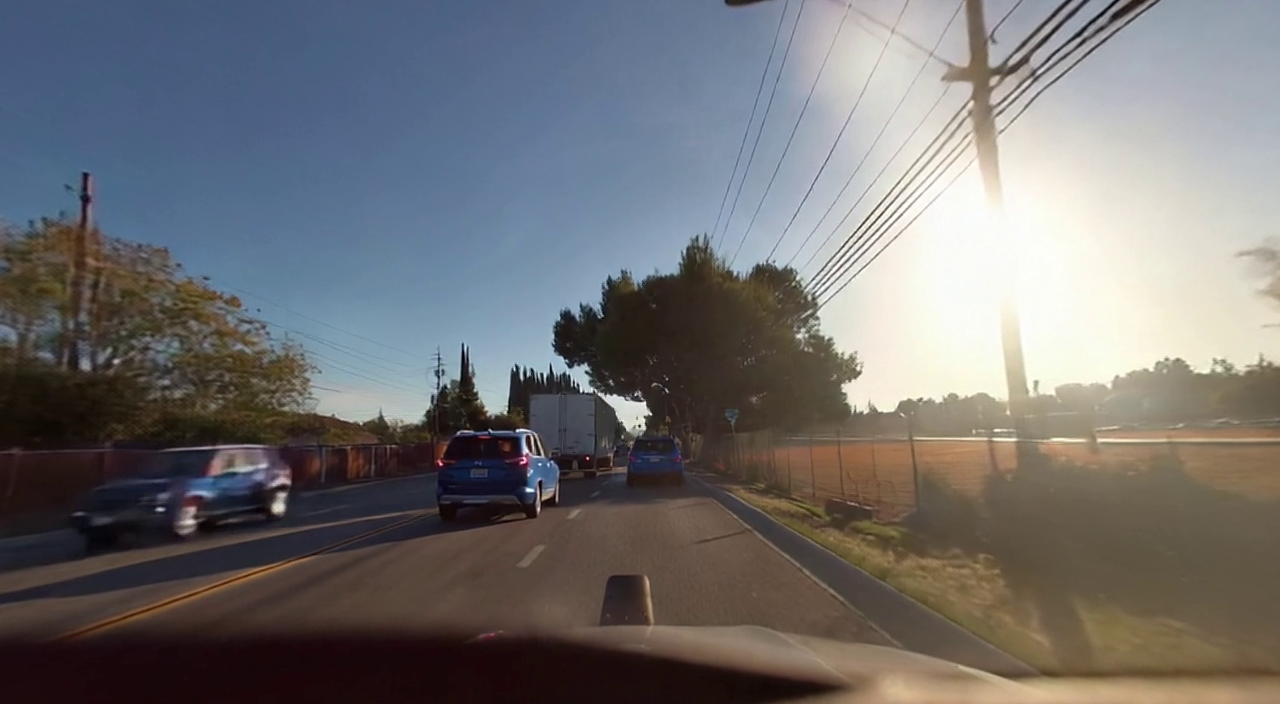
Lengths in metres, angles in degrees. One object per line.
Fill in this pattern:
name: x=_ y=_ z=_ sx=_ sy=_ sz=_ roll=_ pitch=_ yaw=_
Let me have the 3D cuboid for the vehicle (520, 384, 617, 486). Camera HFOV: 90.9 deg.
vehicle: x=-2.751 y=3.794 z=28.133 sx=2.928 sy=3.658 sz=10.953 roll=0 pitch=-9 yaw=1

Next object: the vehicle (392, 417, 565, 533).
vehicle: x=-2.847 y=2.307 z=12.362 sx=2.093 sy=1.832 sz=4.508 roll=0 pitch=-9 yaw=1

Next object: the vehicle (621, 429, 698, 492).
vehicle: x=0.589 y=3.359 z=19.828 sx=2.174 sy=1.749 sz=4.113 roll=0 pitch=-9 yaw=1

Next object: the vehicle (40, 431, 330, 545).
vehicle: x=-8.642 y=2.591 z=12.800 sx=2.089 sy=1.825 sz=5.025 roll=0 pitch=-9 yaw=0
